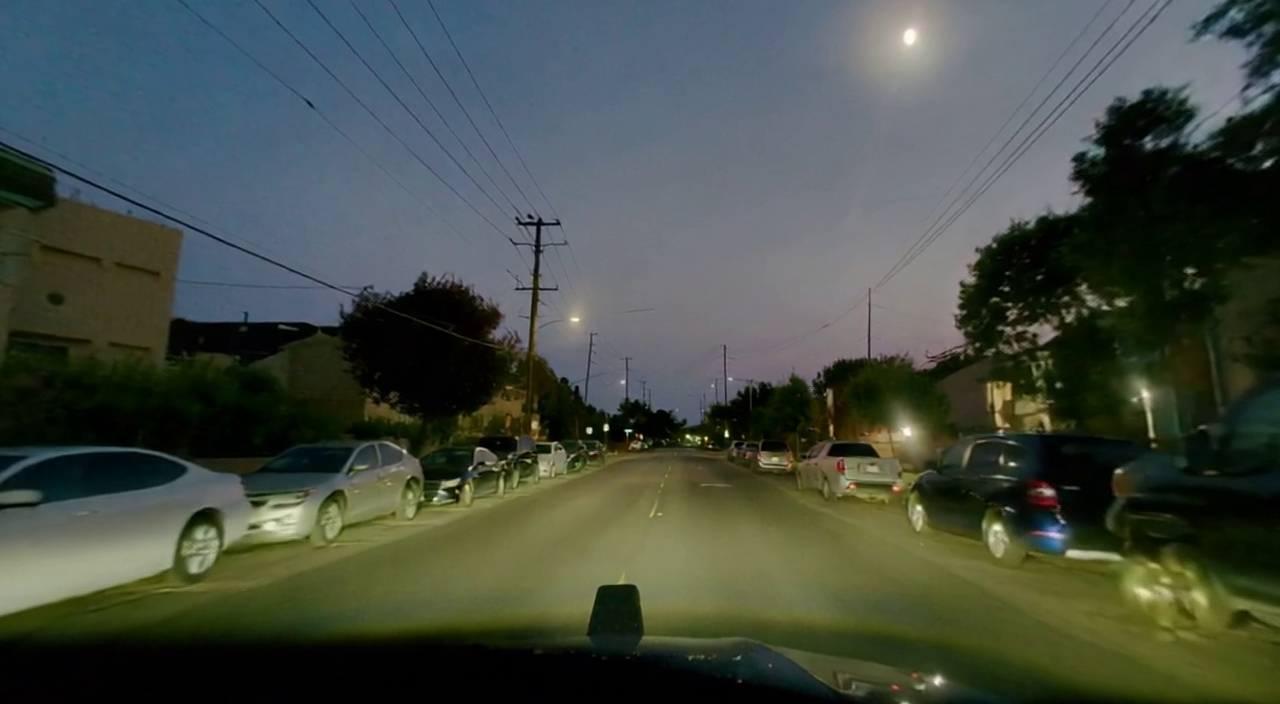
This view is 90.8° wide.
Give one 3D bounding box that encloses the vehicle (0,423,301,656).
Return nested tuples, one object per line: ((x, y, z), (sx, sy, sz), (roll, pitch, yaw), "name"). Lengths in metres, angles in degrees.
((-5.092, 1.337, 5.092), (1.950, 1.494, 4.816), (0, -7, 2), "vehicle")

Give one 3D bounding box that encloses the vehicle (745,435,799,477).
((6.005, 4.772, 29.214), (1.936, 1.756, 4.127), (-1, -8, 5), "vehicle")

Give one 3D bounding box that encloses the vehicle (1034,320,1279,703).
((4.620, 0.776, 2.674), (2.407, 2.088, 5.951), (-1, -8, 4), "vehicle")

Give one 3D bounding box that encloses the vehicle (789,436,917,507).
((5.388, 3.054, 16.751), (1.910, 1.567, 4.856), (0, -8, 3), "vehicle")
